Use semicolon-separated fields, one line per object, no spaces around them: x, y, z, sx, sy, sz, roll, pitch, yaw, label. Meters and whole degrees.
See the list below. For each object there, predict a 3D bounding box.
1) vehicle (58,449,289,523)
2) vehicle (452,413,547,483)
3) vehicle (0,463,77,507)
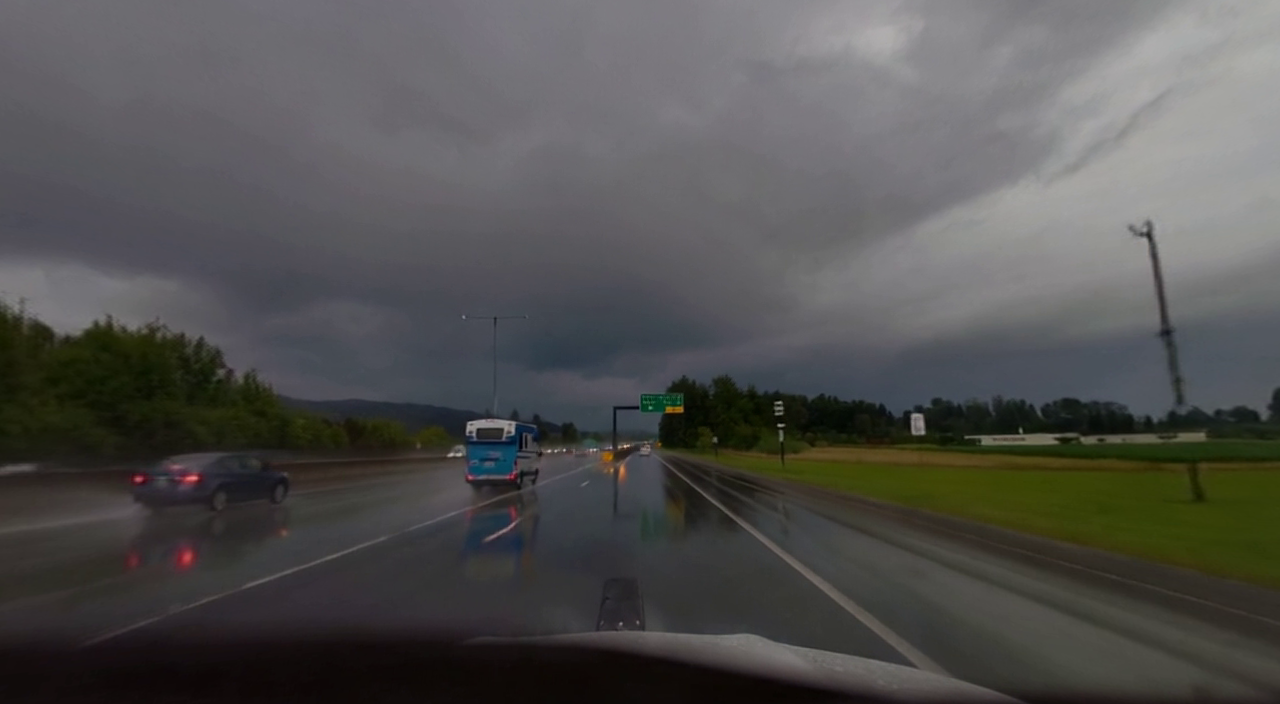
-10.676;3.060;15.028;1.922;1.448;4.638;0;-9;1;vehicle
-6.551;4.669;30.722;2.747;2.934;7.411;0;-9;1;vehicle
-22.835;4.723;22.532;1.749;1.431;3.912;0;-9;1;vehicle
